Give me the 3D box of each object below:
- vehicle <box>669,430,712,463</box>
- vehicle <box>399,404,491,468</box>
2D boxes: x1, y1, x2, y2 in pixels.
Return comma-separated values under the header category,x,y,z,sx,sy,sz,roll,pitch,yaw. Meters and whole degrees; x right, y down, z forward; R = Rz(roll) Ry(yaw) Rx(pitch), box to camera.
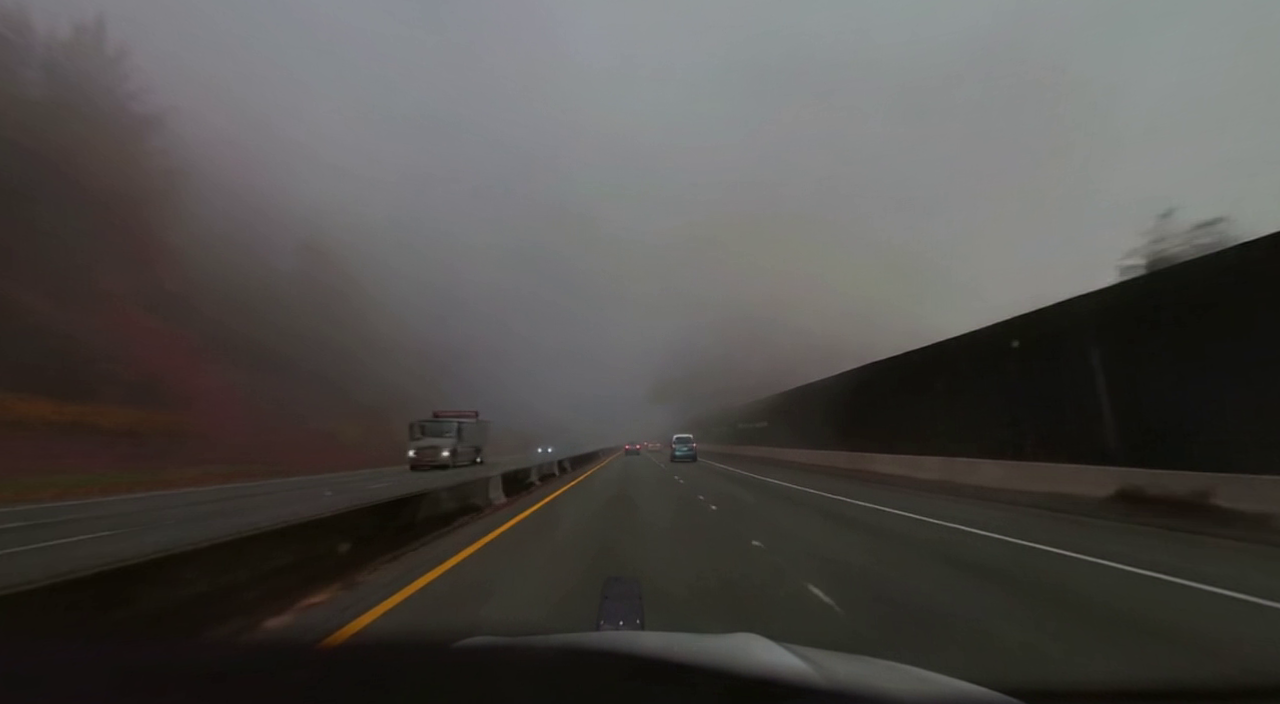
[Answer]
category,x,y,z,sx,sy,sz,roll,pitch,yaw
vehicle,3.301,6.346,42.442,2.393,2.072,4.958,0,-8,-2
vehicle,-12.511,5.586,41.523,3.010,3.699,9.465,0,-8,0
